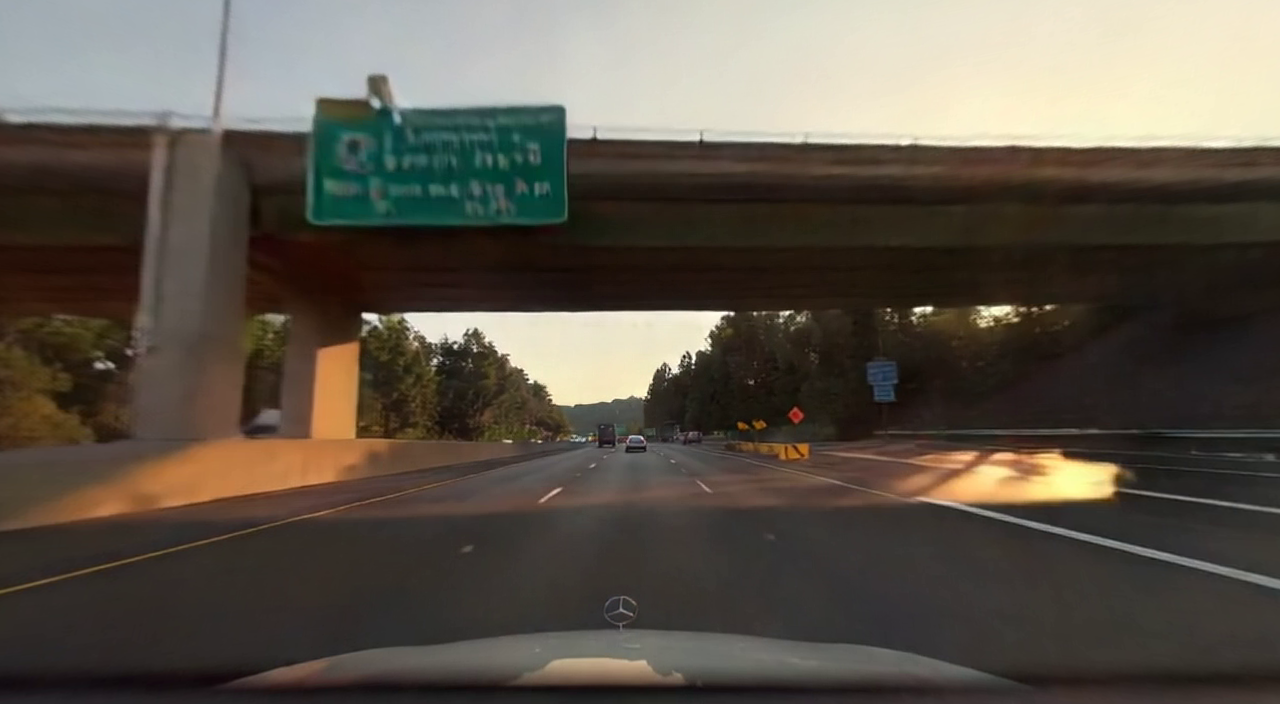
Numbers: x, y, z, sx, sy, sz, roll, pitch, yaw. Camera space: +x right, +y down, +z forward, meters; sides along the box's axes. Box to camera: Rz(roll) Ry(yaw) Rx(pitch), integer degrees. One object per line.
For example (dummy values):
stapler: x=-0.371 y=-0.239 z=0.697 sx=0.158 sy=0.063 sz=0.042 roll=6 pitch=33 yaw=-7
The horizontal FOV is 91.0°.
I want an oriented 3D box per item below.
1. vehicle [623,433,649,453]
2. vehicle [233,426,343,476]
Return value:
vehicle: x=-0.356 y=7.195 z=49.764 sx=1.952 sy=1.438 sz=3.702 roll=0 pitch=-8 yaw=-2
vehicle: x=-16.282 y=4.580 z=29.490 sx=2.331 sy=2.127 sz=4.899 roll=0 pitch=-8 yaw=0
